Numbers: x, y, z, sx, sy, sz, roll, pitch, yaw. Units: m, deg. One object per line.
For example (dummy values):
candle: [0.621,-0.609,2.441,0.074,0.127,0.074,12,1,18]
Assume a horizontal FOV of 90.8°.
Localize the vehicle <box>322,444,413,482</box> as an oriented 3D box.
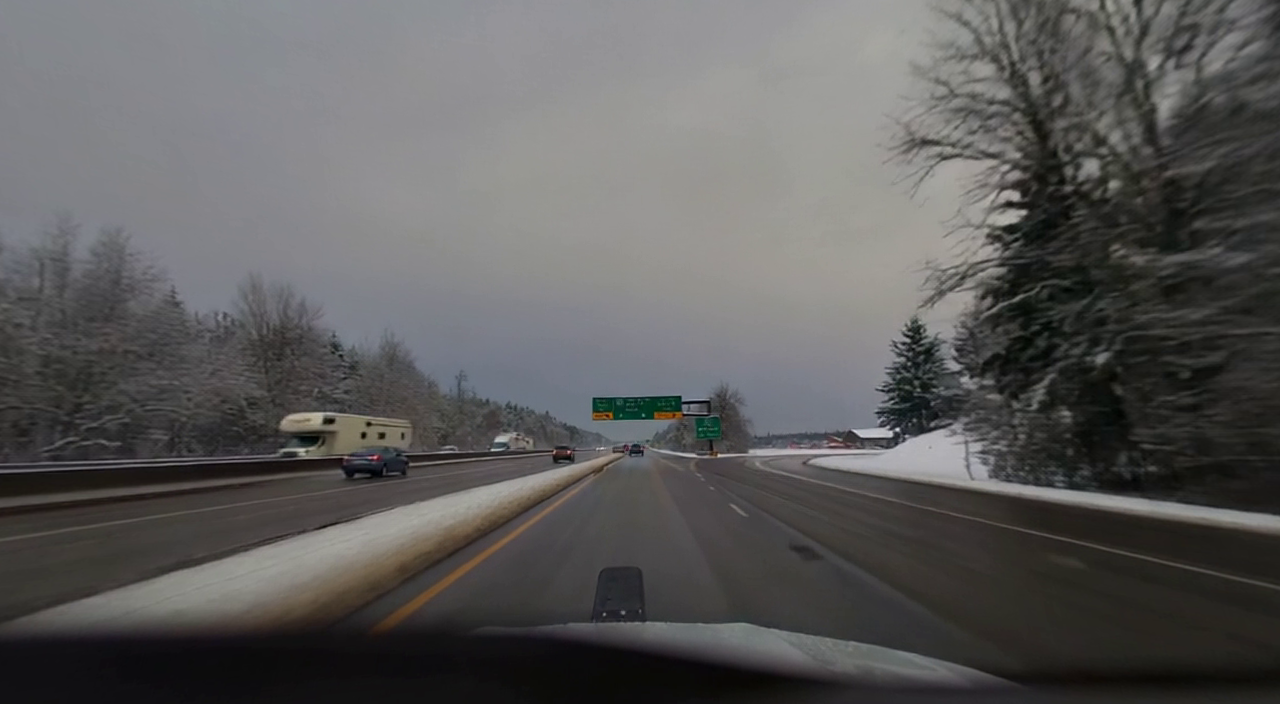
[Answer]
vehicle: [-11.528,4.700,27.045,1.981,1.503,4.207,0,-9,1]
